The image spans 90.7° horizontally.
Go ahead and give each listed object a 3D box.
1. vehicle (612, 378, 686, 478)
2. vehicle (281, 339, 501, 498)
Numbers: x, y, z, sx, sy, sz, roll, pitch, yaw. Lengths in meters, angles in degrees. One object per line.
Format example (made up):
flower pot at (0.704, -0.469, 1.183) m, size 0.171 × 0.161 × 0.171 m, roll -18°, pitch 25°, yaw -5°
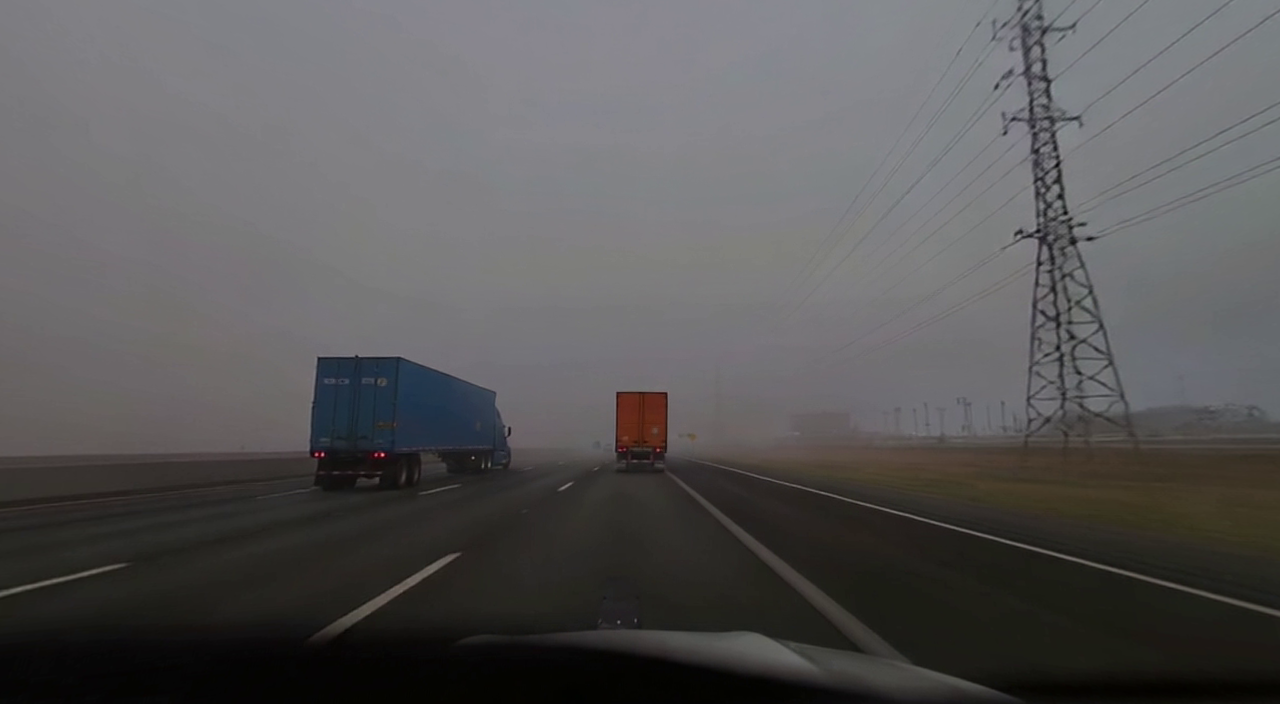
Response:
vehicle at (0.301, 3.703, 29.794) m, size 2.858 × 3.847 × 10.034 m, roll 0°, pitch -8°, yaw -1°
vehicle at (-7.495, 2.455, 21.567) m, size 2.937 × 3.981 × 11.119 m, roll -1°, pitch -8°, yaw 0°
